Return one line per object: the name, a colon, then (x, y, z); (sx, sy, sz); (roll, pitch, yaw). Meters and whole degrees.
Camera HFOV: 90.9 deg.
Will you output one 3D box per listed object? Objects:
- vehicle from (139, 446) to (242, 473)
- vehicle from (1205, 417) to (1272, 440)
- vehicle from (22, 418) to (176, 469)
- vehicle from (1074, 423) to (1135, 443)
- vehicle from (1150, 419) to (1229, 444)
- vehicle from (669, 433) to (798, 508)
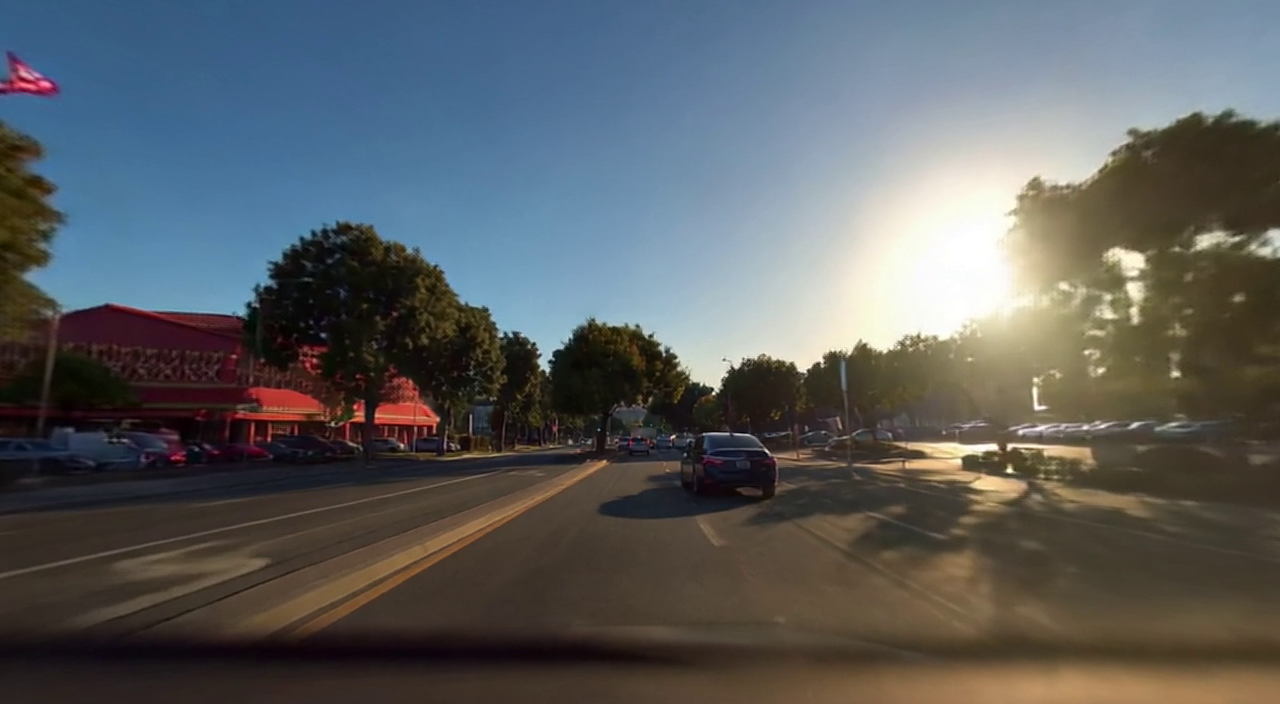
vehicle: (-23.461, 5.589, 32.976); (4.077, 1.342, 1.813); (-1, -8, 4)
vehicle: (41.909, 5.397, 44.212); (1.798, 1.447, 3.784); (-3, -9, 17)
vehicle: (-35.201, 5.994, 41.249); (7.010, 3.172, 3.077); (0, -8, -1)
vehicle: (34.219, 6.028, 46.558); (1.882, 1.392, 4.562); (-2, -8, 12)
vehicle: (34.967, 5.129, 40.254); (1.842, 1.473, 4.620); (-2, -8, 15)
vehicle: (1.971, 2.702, 14.896); (2.091, 1.472, 4.697); (0, -8, -3)
